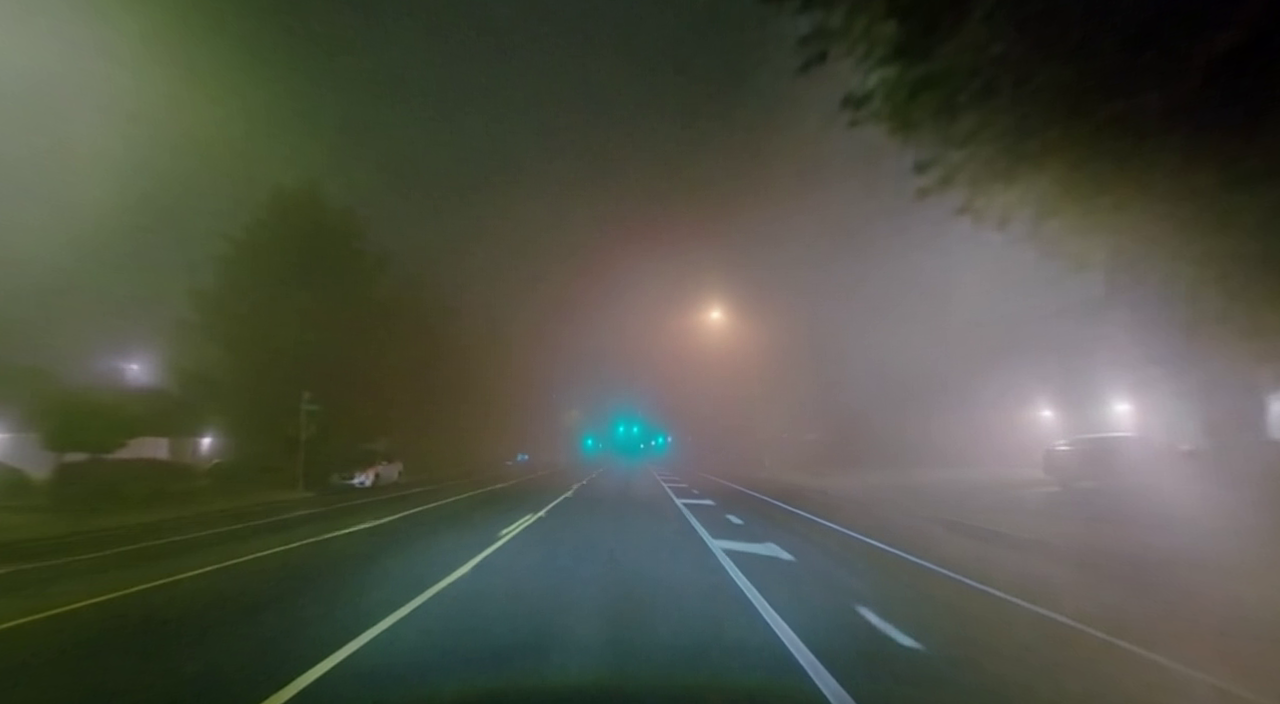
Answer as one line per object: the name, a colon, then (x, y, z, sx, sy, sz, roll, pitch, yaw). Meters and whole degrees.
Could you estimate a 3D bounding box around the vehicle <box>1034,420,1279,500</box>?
vehicle: (12.058, 2.494, 14.747, 4.194, 1.680, 2.150, 0, -9, 1)

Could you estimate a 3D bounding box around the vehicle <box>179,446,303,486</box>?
vehicle: (-19.476, 5.559, 30.989, 4.668, 1.824, 1.999, 0, -9, -1)

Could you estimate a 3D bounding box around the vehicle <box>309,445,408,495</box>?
vehicle: (-11.893, 5.012, 27.124, 2.062, 1.821, 4.880, -3, -10, -1)
